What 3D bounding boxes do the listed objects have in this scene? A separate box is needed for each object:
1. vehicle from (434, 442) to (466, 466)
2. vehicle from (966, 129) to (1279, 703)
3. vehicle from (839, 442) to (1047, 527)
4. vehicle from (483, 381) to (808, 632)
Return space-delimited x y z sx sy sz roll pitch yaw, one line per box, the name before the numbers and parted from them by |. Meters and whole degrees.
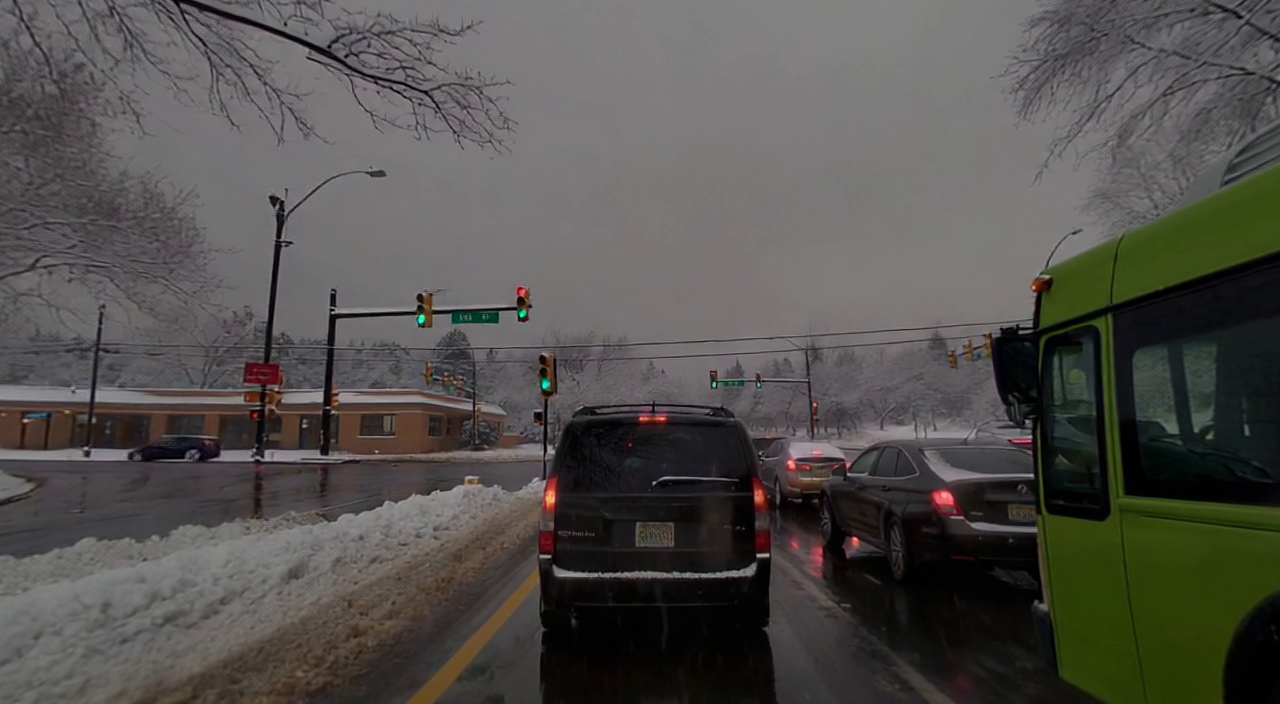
vehicle | -14.345 7.639 47.248 1.924 1.720 4.097 3 -9 -22
vehicle | 2.617 0.318 0.425 2.037 2.065 5.037 0 -8 0
vehicle | 5.985 2.639 13.223 1.987 1.457 4.675 0 -8 -1
vehicle | 0.017 1.475 7.007 2.381 1.842 4.603 0 -8 -1
